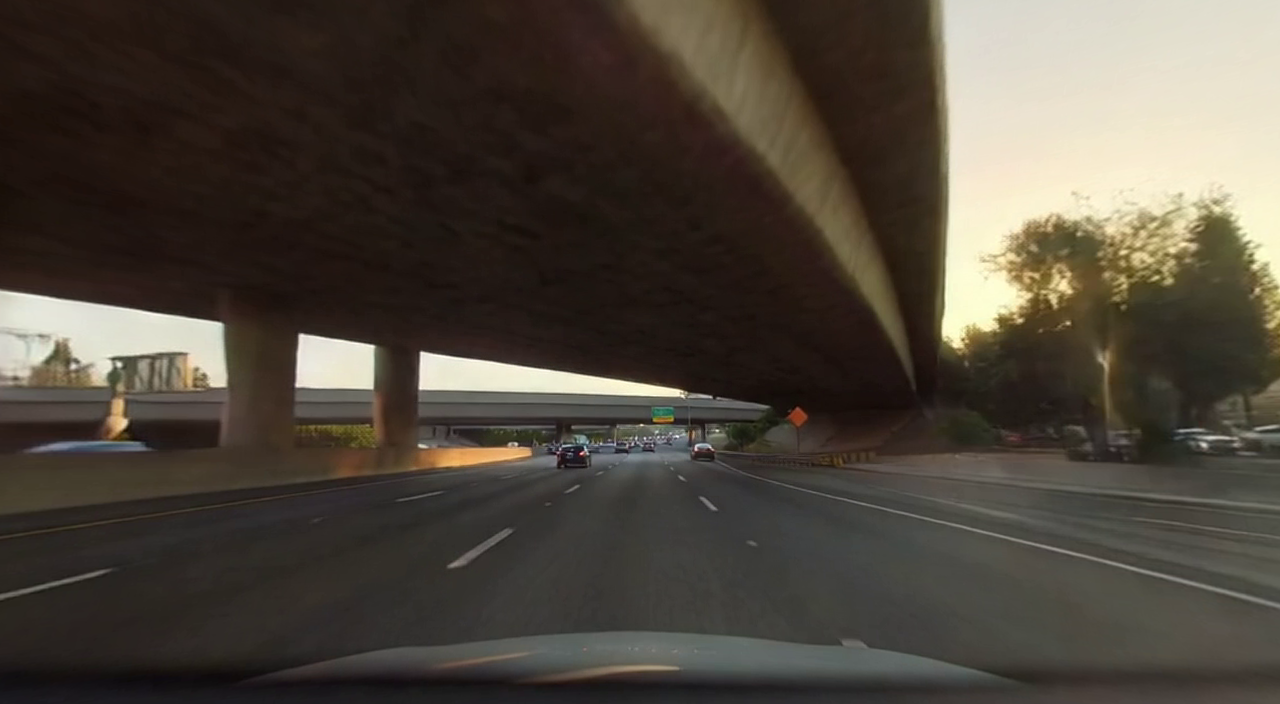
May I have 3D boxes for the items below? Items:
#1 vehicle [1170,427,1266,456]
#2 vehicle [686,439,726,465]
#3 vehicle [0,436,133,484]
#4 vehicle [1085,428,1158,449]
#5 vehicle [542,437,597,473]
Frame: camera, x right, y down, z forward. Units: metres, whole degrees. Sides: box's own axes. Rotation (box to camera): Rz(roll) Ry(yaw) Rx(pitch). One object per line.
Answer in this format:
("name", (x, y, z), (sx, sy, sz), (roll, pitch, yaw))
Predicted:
("vehicle", (37.073, 5.760, 40.527), (4.276, 1.563, 1.792), (-3, -9, 1))
("vehicle", (4.515, 6.918, 43.757), (2.229, 1.704, 4.392), (0, -8, 0))
("vehicle", (-23.073, 4.139, 24.493), (2.111, 1.658, 5.373), (-1, -8, 3))
("vehicle", (37.130, 6.695, 48.694), (4.052, 1.601, 1.838), (0, -9, 0))
("vehicle", (-3.547, 5.272, 32.526), (2.196, 1.733, 4.355), (0, -8, 2))
